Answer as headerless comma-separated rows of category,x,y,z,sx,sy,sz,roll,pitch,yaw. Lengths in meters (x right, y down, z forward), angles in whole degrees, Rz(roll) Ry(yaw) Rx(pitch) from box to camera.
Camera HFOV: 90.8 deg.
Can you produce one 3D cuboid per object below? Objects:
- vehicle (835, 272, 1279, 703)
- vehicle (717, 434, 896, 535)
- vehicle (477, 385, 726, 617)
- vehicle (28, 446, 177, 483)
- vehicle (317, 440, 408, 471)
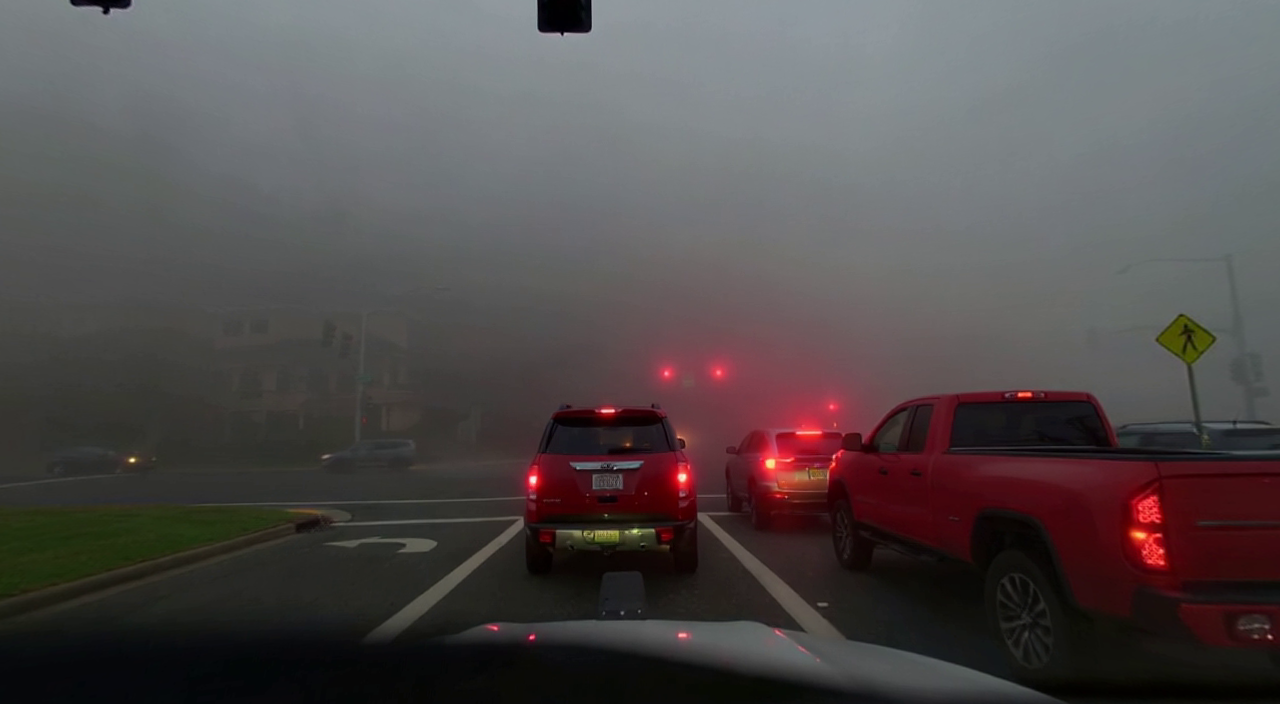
vehicle,2.987,0.946,3.892,1.886,1.849,5.070,0,-8,-1
vehicle,2.718,2.266,11.532,1.952,1.465,4.421,0,-8,-2
vehicle,-0.264,1.393,6.650,1.915,1.780,3.379,0,-8,1
vehicle,-22.891,4.790,27.068,4.533,1.350,1.714,0,-7,-9
vehicle,-15.565,5.817,35.613,4.289,1.672,1.864,1,-8,-9
